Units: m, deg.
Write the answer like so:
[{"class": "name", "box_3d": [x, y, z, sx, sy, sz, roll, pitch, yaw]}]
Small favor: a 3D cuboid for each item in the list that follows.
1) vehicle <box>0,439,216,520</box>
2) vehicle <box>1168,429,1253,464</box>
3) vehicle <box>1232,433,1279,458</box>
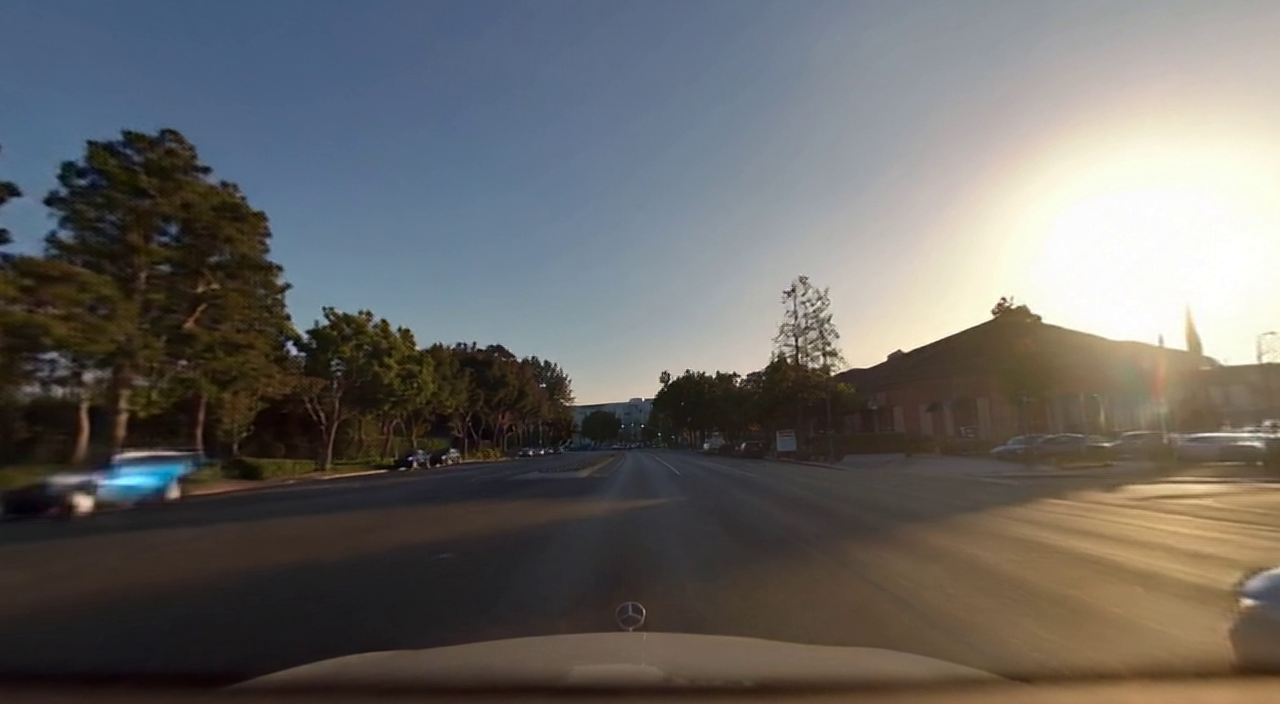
[{"class": "vehicle", "box_3d": [-15.475, 3.511, 18.232, 2.209, 1.931, 5.813, 0, -8, 2]}, {"class": "vehicle", "box_3d": [29.987, 4.970, 33.074, 5.036, 1.698, 2.031, 6, -10, -35]}, {"class": "vehicle", "box_3d": [38.344, 5.746, 38.688, 3.920, 1.437, 1.914, 6, -10, -33]}]
